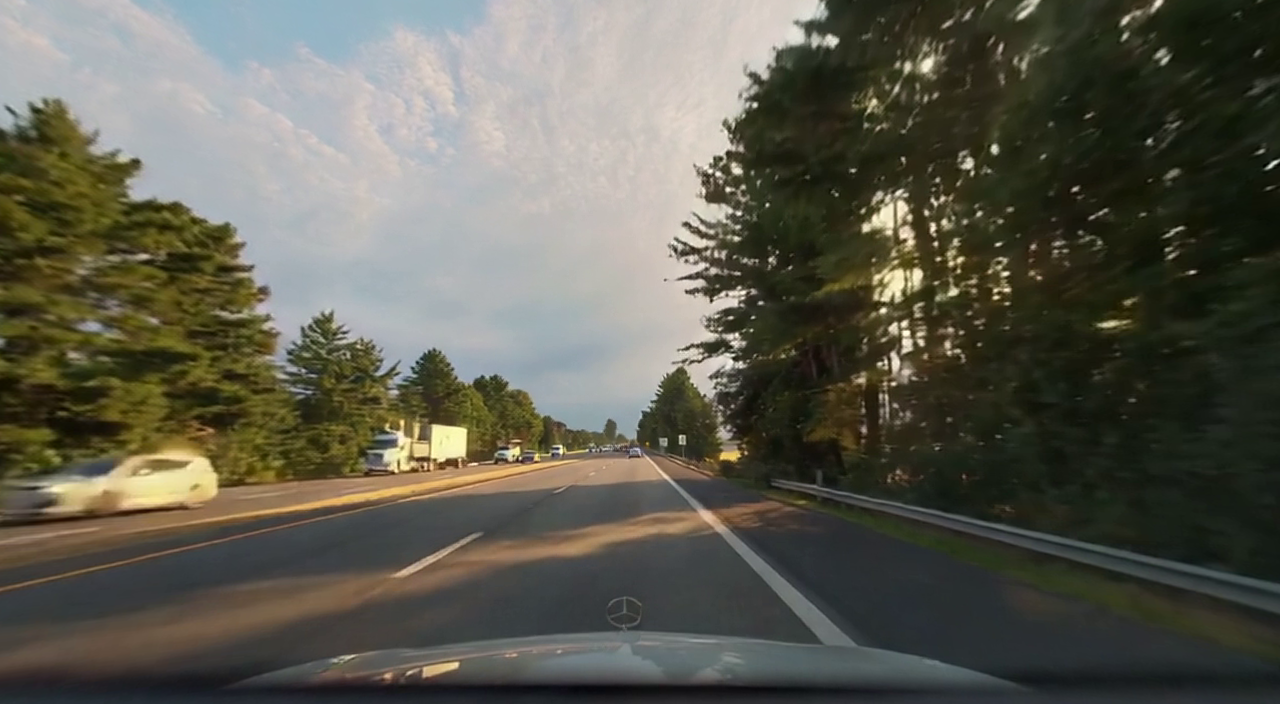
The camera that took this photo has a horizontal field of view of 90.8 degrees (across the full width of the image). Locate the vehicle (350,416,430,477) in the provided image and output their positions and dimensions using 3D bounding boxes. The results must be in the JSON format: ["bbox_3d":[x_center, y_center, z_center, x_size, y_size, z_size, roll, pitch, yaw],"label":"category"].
[{"bbox_3d":[-17.142,6.613,43.725,3.017,3.899,5.910,0,-10,-1],"label":"vehicle"}]

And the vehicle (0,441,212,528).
[{"bbox_3d":[-12.566,3.017,14.860,1.904,1.704,4.258,0,-9,0],"label":"vehicle"}]
